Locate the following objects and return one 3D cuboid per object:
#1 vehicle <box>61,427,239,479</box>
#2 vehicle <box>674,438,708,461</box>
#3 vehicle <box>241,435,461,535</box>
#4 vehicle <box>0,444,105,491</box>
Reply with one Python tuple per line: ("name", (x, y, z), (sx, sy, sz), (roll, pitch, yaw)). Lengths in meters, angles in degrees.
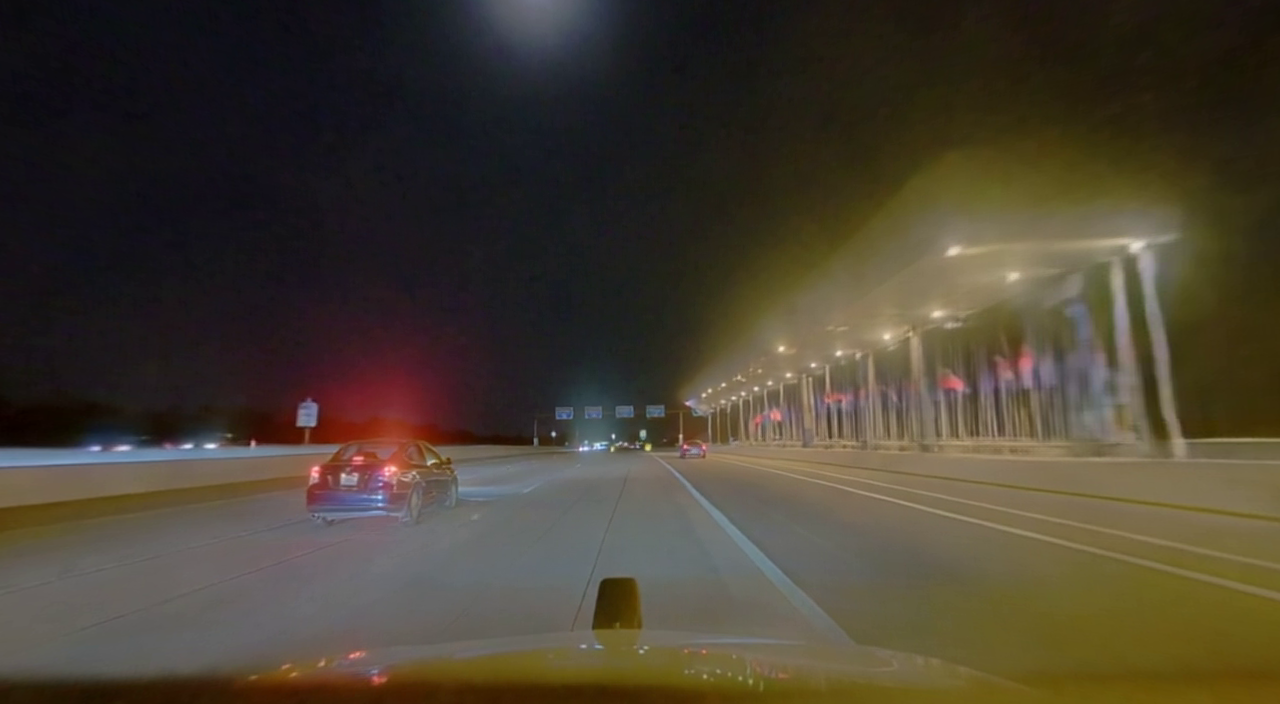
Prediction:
("vehicle", (-21.327, 4.390, 27.759), (2.303, 2.005, 5.709), (-8, -11, 42))
("vehicle", (3.854, 7.506, 48.822), (2.072, 1.639, 4.919), (0, -8, -1))
("vehicle", (-4.951, 2.309, 11.656), (1.981, 1.465, 4.334), (0, -8, 0))
("vehicle", (-21.007, 3.757, 20.692), (1.966, 1.470, 4.933), (-7, -11, 39))
